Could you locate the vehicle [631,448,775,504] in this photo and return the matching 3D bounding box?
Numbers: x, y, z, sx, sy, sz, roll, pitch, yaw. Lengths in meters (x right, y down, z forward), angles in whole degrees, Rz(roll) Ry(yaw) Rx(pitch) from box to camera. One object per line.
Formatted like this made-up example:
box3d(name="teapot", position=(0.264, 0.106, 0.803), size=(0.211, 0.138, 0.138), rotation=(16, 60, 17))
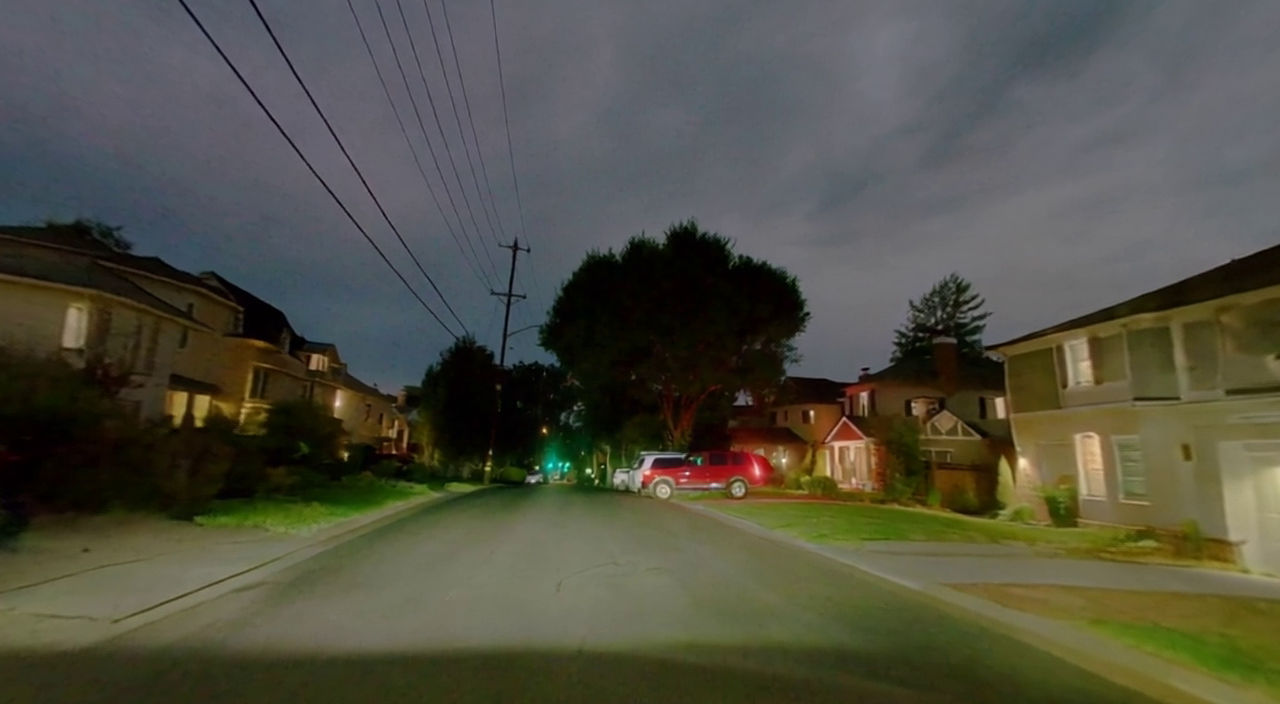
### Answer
box3d(name="vehicle", position=(2.029, 4.089, 21.119), size=(4.413, 1.728, 1.869), rotation=(2, -9, -10))
